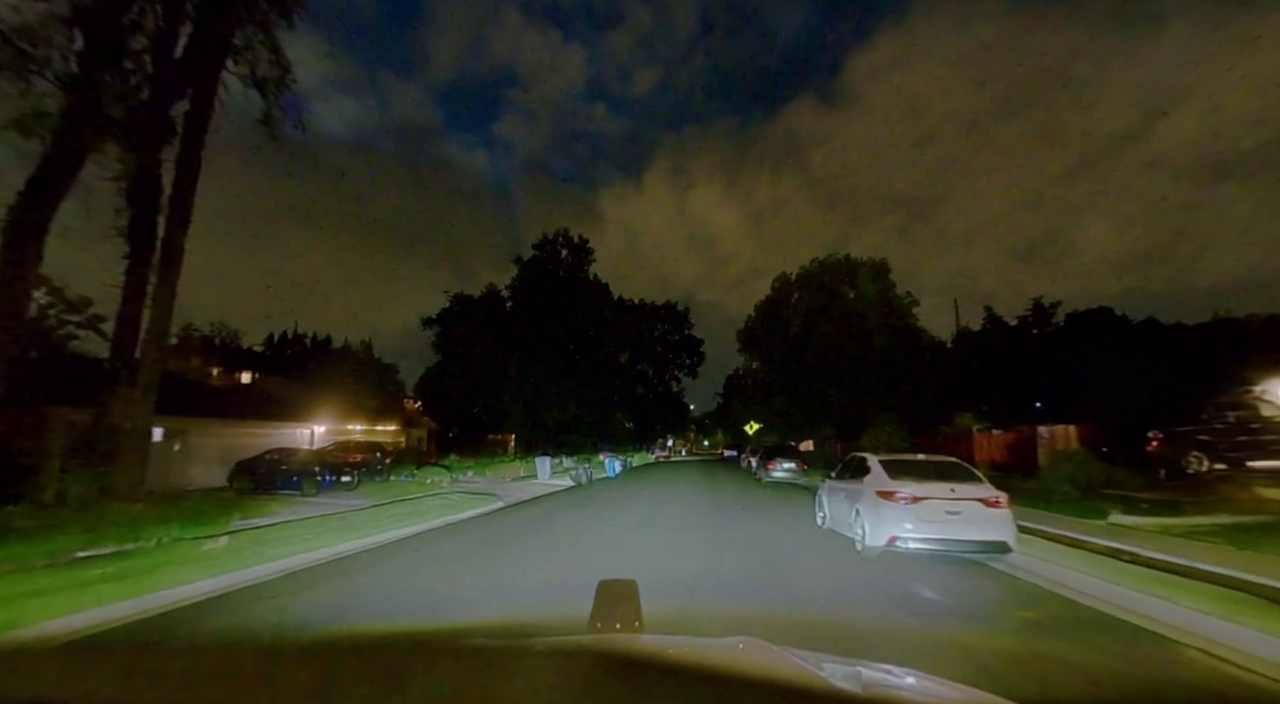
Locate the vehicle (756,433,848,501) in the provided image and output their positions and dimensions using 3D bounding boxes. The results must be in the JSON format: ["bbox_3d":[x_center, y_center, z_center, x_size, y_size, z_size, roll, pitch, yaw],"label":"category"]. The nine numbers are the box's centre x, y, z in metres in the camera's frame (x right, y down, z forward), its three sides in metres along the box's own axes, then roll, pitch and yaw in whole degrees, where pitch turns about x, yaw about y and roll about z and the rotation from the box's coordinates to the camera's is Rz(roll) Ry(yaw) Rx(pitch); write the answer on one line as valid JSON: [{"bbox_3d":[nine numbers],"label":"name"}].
[{"bbox_3d":[4.896,3.534,19.858,2.023,1.851,4.782,-1,-8,5],"label":"vehicle"}]

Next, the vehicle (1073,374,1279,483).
[{"bbox_3d":[11.919,1.595,12.566,4.861,1.911,2.181,1,-10,7],"label":"vehicle"}]

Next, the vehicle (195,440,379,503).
[{"bbox_3d":[-10.809,3.638,19.547,4.511,1.809,2.018,-1,-9,7],"label":"vehicle"}]

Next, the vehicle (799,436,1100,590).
[{"bbox_3d":[3.670,1.950,8.704,2.009,1.506,4.698,0,-8,4],"label":"vehicle"}]
